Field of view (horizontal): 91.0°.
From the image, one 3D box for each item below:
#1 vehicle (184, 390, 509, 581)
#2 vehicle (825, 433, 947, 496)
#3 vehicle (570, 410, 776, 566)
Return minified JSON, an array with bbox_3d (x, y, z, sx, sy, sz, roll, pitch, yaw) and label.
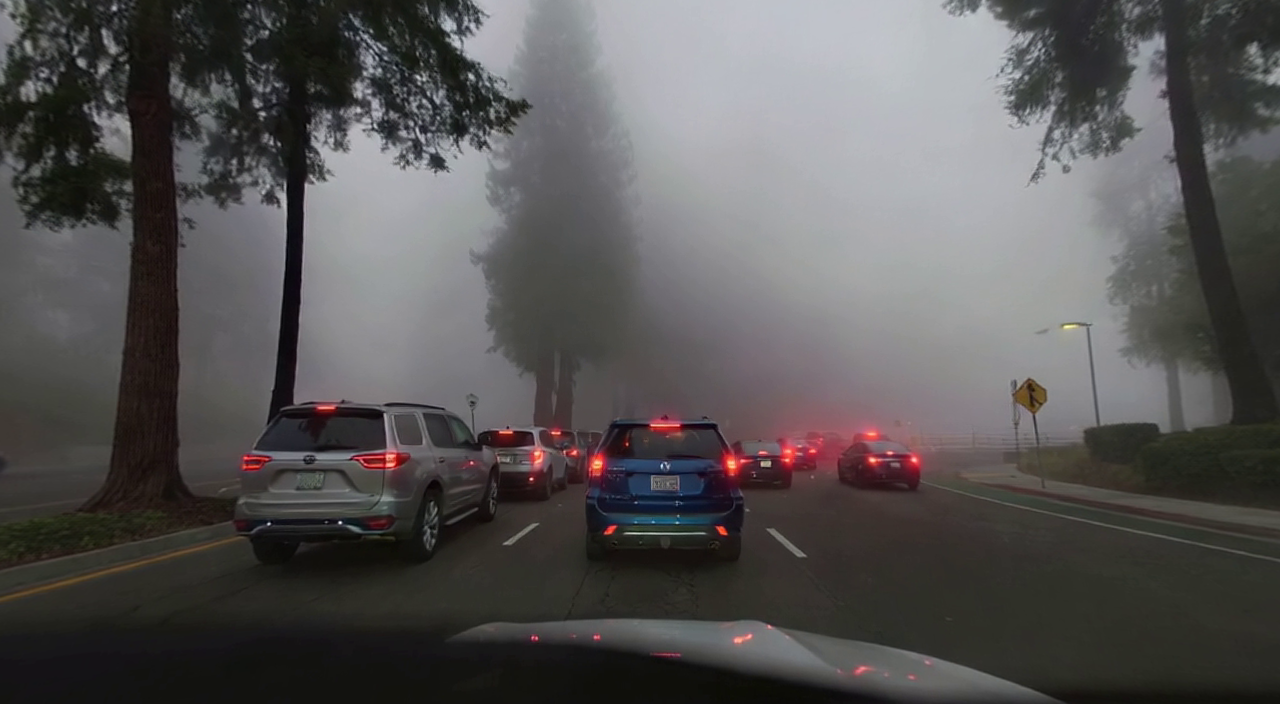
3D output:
[{"bbox_3d":[-3.257,1.591,8.250,2.085,1.812,4.388,0,-8,1],"label":"vehicle"},{"bbox_3d":[6.931,3.190,18.285,2.067,1.599,4.251,-1,-8,4],"label":"vehicle"},{"bbox_3d":[0.373,1.761,8.877,2.189,1.649,4.171,0,-8,1],"label":"vehicle"}]
